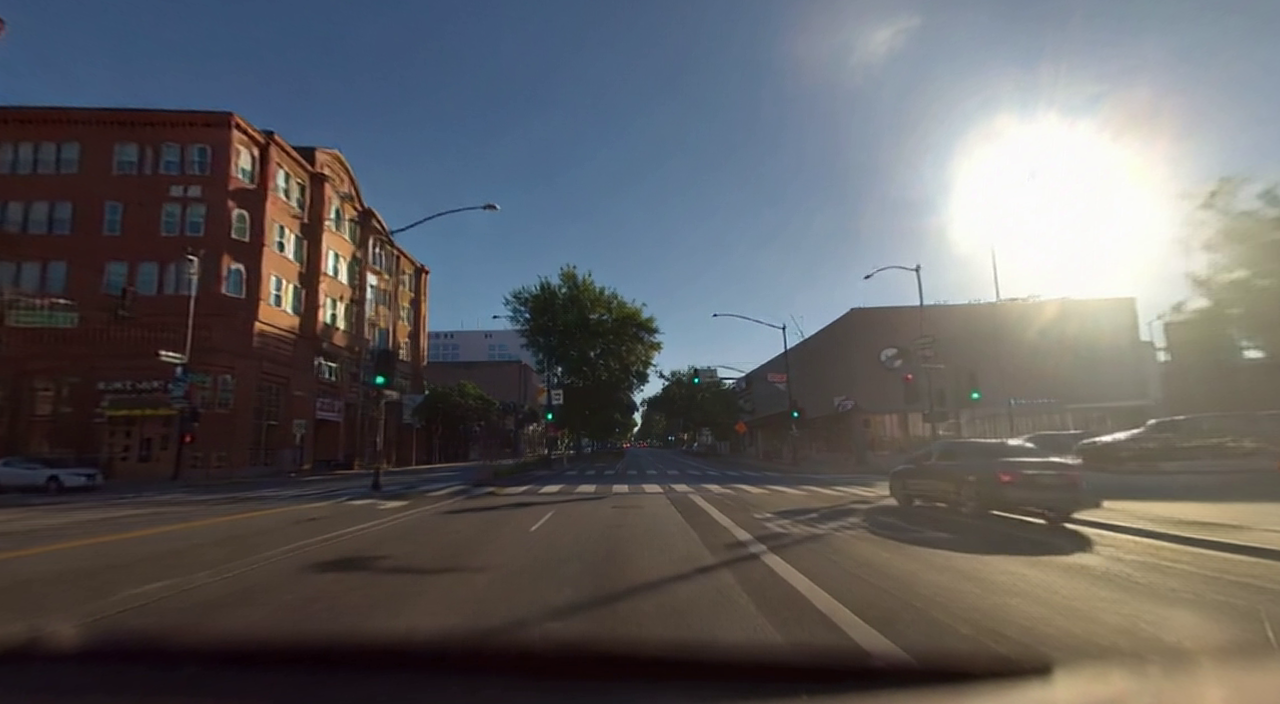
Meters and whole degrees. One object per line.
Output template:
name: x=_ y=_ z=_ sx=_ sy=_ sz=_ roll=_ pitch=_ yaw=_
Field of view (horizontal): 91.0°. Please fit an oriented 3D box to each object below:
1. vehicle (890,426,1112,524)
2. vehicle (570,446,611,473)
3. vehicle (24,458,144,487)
vehicle: x=7.220 y=2.491 z=13.306 sx=1.950 sy=1.686 sz=4.509 roll=0 pitch=-9 yaw=-1
vehicle: x=-2.881 y=6.400 z=37.677 sx=2.078 sy=1.471 sz=4.217 roll=0 pitch=-9 yaw=0
vehicle: x=-29.681 y=6.429 z=33.700 sx=4.644 sy=1.428 sz=1.814 roll=0 pitch=-8 yaw=-1
